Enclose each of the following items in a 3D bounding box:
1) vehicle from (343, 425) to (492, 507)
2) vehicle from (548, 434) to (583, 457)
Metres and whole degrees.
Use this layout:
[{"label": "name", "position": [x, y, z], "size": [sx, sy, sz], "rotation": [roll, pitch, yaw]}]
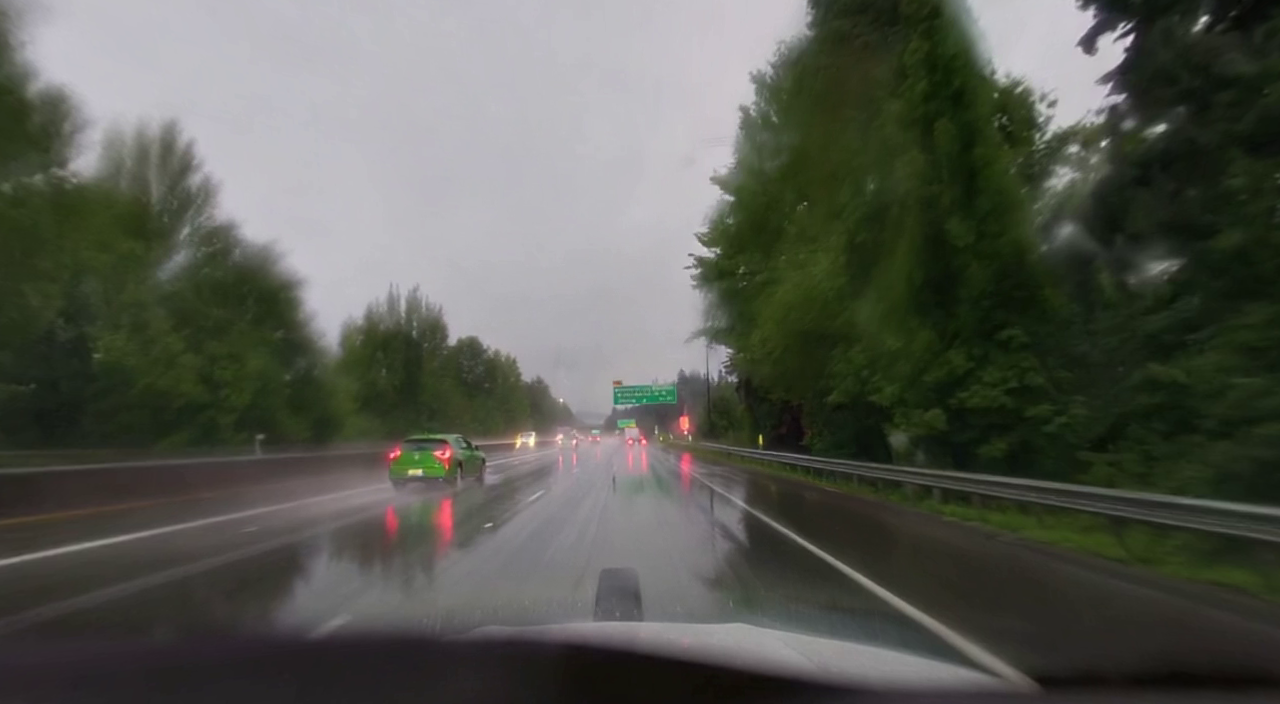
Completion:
[{"label": "vehicle", "position": [-4.625, 2.396, 13.748], "size": [1.959, 1.514, 3.668], "rotation": [0, -8, -1]}, {"label": "vehicle", "position": [-5.078, 6.446, 43.537], "size": [1.972, 1.537, 4.173], "rotation": [0, -8, -1]}]
